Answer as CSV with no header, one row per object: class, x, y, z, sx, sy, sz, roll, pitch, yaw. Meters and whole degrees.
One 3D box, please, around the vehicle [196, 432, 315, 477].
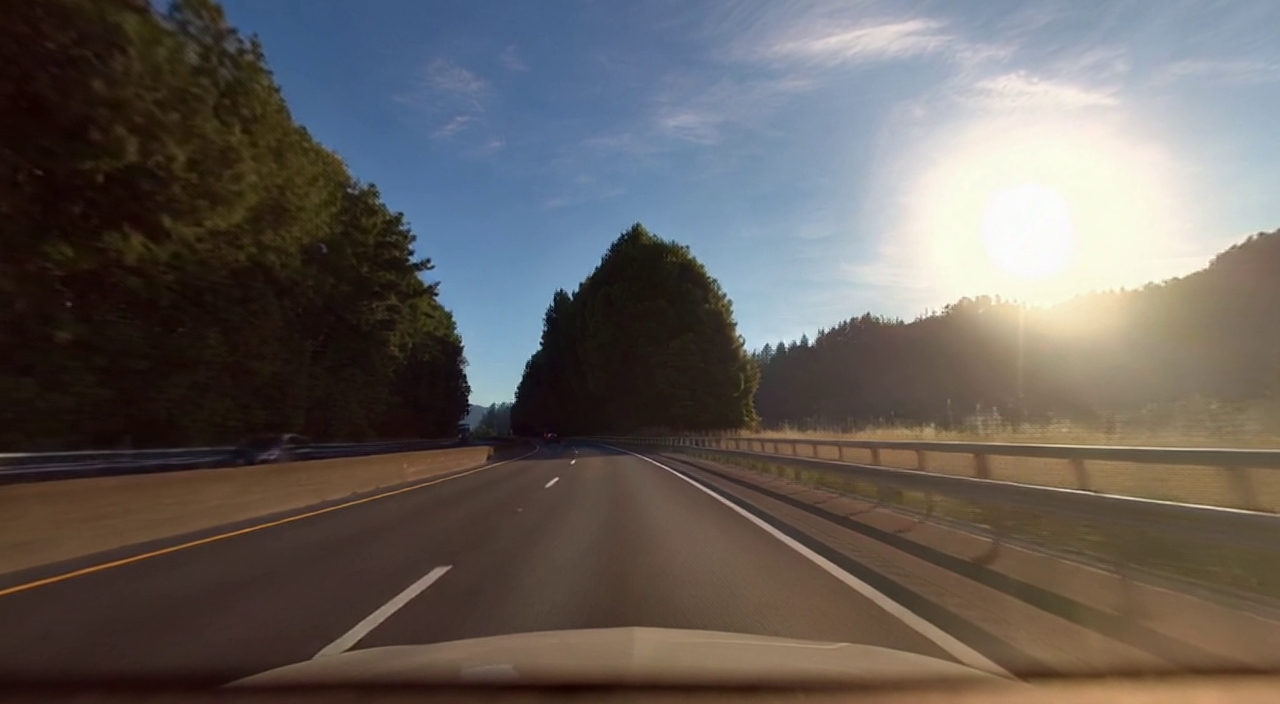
vehicle,-15.008,4.004,24.935,2.206,1.596,4.262,0,-8,-4
